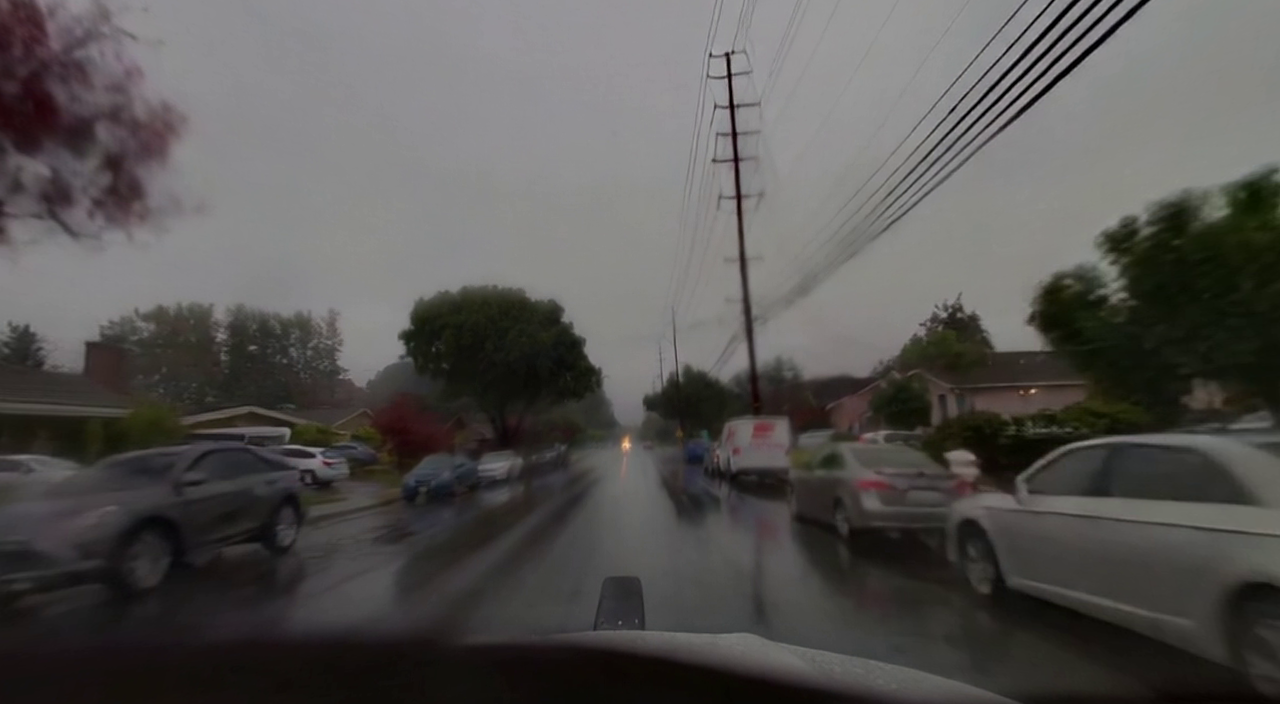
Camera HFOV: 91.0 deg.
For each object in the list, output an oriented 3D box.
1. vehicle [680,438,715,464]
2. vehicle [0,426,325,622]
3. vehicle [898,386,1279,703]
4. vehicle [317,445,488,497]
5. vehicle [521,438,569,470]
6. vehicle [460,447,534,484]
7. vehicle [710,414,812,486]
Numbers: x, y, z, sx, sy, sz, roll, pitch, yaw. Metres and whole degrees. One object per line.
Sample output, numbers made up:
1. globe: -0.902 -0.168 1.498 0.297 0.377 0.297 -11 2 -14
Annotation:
1. vehicle: 3.723 6.507 41.426 1.848 1.550 4.054 0 -9 -1
2. vehicle: -6.049 1.851 7.771 1.989 1.693 4.292 -2 -8 2
3. vehicle: 3.773 1.111 4.016 2.112 1.528 4.944 0 -9 0
4. vehicle: -7.671 3.887 20.785 4.935 1.454 1.900 -1 -8 -5
5. vehicle: -6.197 6.698 41.620 2.322 1.913 5.582 0 -9 0
6. vehicle: -6.182 4.950 27.797 2.048 1.438 4.728 -2 -9 1
7. vehicle: 3.971 3.378 21.823 2.396 2.164 5.381 0 -9 0
